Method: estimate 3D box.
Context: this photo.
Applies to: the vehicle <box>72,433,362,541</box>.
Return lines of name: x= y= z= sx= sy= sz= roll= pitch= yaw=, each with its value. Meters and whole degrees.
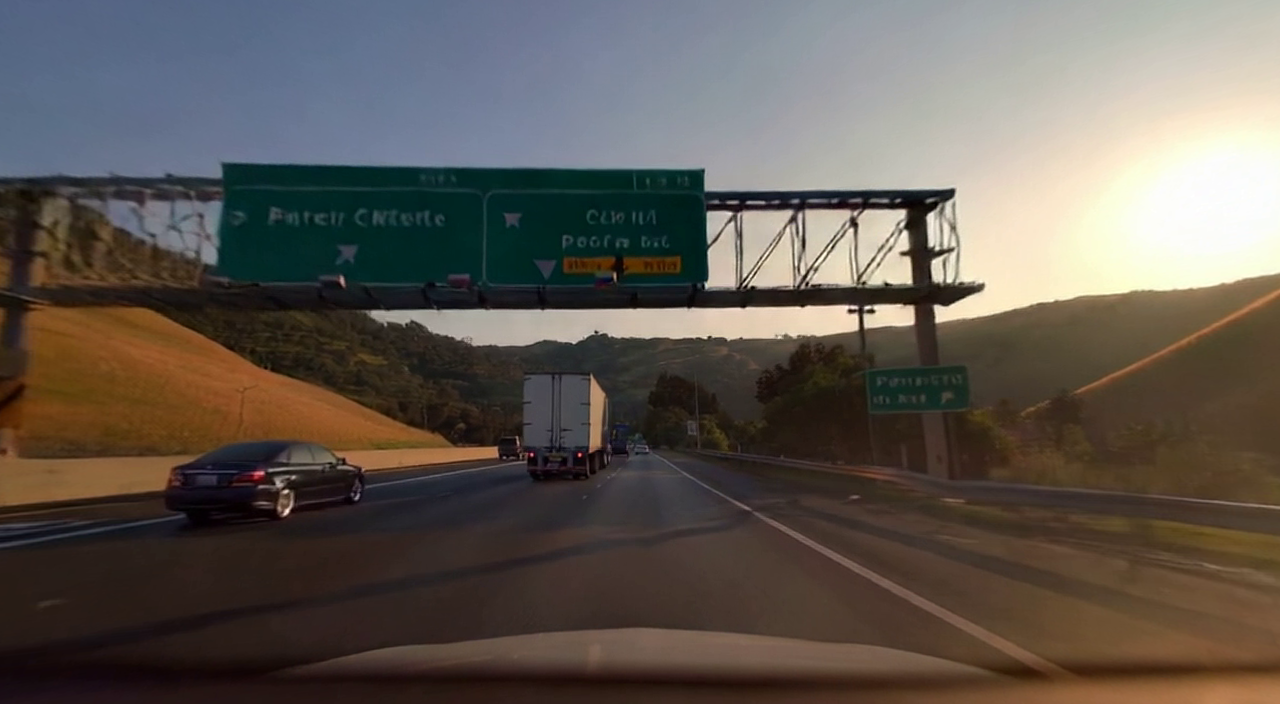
vehicle: x=-6.986 y=2.243 z=11.211 sx=1.911 sy=1.494 sz=4.555 roll=0 pitch=-9 yaw=1

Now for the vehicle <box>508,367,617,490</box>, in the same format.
vehicle: x=-3.017 y=3.888 z=30.480 sx=3.202 sy=4.352 sz=16.251 roll=0 pitch=-9 yaw=0

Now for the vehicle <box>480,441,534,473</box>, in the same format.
vehicle: x=-7.164 y=5.664 z=34.344 sx=1.949 sy=1.604 sz=4.456 roll=0 pitch=-9 yaw=0
